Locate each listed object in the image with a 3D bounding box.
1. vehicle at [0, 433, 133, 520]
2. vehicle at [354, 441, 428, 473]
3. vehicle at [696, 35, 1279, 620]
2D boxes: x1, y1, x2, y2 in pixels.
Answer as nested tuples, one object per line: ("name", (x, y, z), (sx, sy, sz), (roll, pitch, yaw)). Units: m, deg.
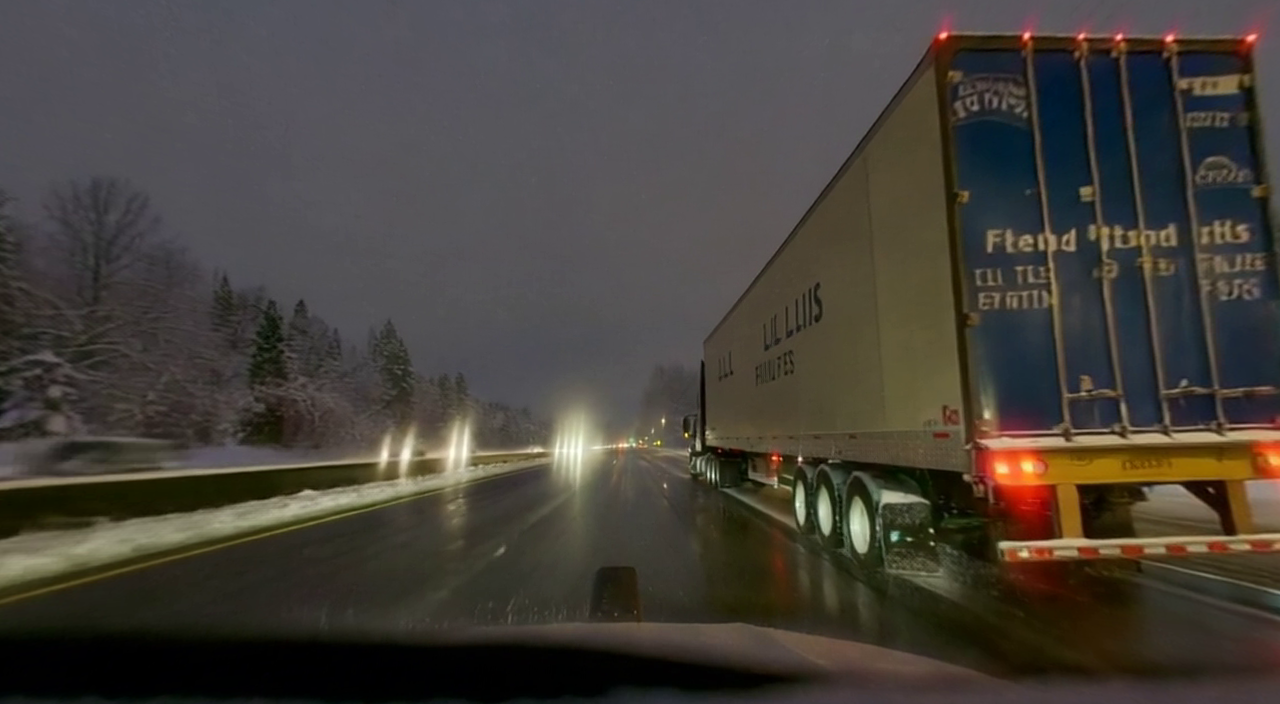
("vehicle", (-10.908, 2.110, 10.880), (1.545, 1.369, 3.358), (0, -9, -1))
("vehicle", (-14.781, 6.262, 37.948), (2.203, 1.736, 5.504), (0, -9, 0))
("vehicle", (3.620, 0.948, 13.155), (2.891, 4.387, 17.121), (0, -9, -1))
